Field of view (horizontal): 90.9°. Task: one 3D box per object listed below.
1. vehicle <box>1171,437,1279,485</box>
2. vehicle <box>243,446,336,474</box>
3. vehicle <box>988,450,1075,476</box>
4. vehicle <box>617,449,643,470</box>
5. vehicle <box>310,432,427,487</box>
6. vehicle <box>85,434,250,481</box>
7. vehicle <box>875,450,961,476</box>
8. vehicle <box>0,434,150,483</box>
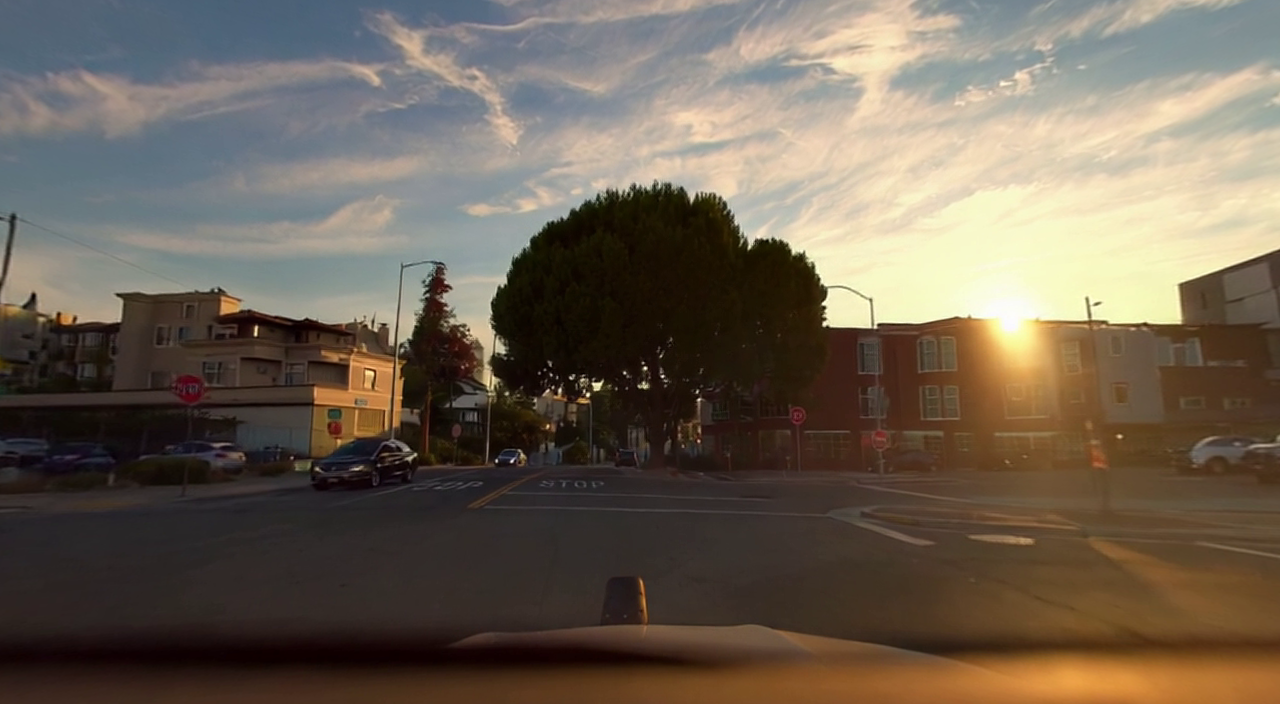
[{"bbox_3d":[28.545,5.077,29.517,5.277,2.032,2.408,2,-6,-4],"label":"vehicle"},{"bbox_3d":[-20.728,6.407,37.397,4.277,1.527,1.987,1,-8,-3],"label":"vehicle"},{"bbox_3d":[24.959,7.099,40.234,4.323,1.507,1.896,2,-8,-4],"label":"vehicle"},{"bbox_3d":[-0.833,8.469,49.657,1.851,1.471,4.372,1,-8,-4],"label":"vehicle"},{"bbox_3d":[-8.978,3.631,21.398,2.156,1.620,4.945,1,-9,-6],"label":"vehicle"},{"bbox_3d":[-18.142,4.035,24.440,2.010,1.583,4.582,-5,-10,34],"label":"vehicle"},{"bbox_3d":[17.506,6.996,39.788,4.528,1.458,1.939,2,-7,-5],"label":"vehicle"},{"bbox_3d":[-21.608,3.992,23.955,1.887,1.619,4.187,-4,-9,30],"label":"vehicle"}]
